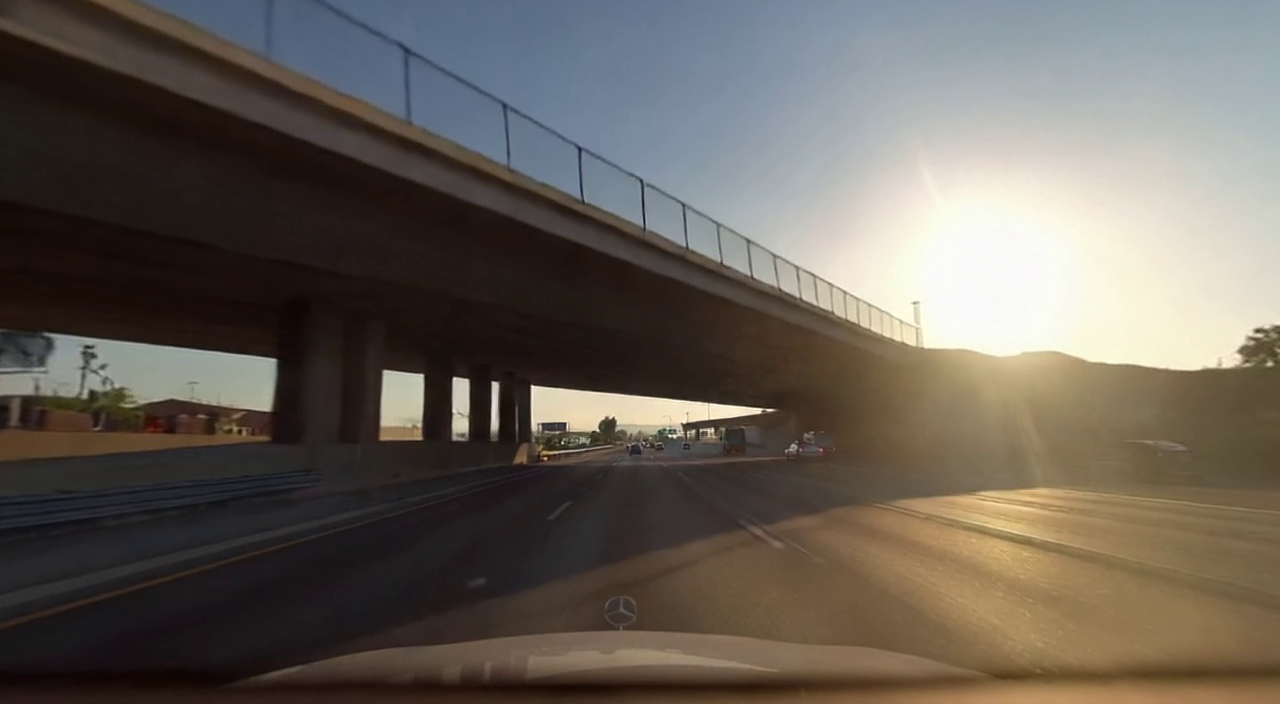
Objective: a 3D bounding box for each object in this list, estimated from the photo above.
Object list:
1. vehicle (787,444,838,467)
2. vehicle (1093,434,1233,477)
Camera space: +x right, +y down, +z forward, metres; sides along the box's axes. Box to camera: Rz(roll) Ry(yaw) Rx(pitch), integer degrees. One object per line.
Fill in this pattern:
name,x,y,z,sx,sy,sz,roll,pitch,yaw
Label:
vehicle,11.389,6.840,41.835,2.017,1.478,4.364,0,-8,-3
vehicle,24.848,4.925,30.213,2.074,1.881,5.056,1,-8,-5
